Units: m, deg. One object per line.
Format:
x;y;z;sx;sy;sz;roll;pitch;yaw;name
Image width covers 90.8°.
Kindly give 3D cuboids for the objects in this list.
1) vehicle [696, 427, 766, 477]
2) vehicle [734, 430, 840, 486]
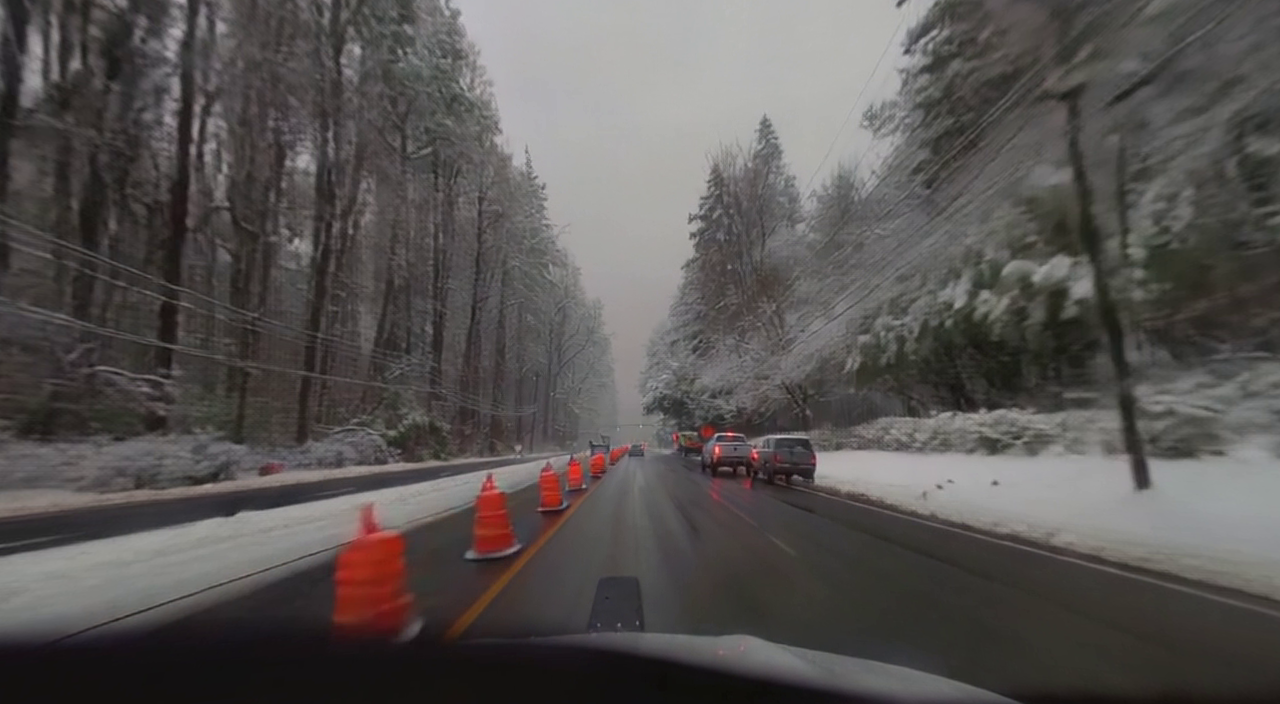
4.685;5.439;33.704;2.694;2.177;6.177;1;-13;-1;vehicle
5.722;4.241;25.697;2.294;1.949;6.246;0;-8;-5;vehicle
